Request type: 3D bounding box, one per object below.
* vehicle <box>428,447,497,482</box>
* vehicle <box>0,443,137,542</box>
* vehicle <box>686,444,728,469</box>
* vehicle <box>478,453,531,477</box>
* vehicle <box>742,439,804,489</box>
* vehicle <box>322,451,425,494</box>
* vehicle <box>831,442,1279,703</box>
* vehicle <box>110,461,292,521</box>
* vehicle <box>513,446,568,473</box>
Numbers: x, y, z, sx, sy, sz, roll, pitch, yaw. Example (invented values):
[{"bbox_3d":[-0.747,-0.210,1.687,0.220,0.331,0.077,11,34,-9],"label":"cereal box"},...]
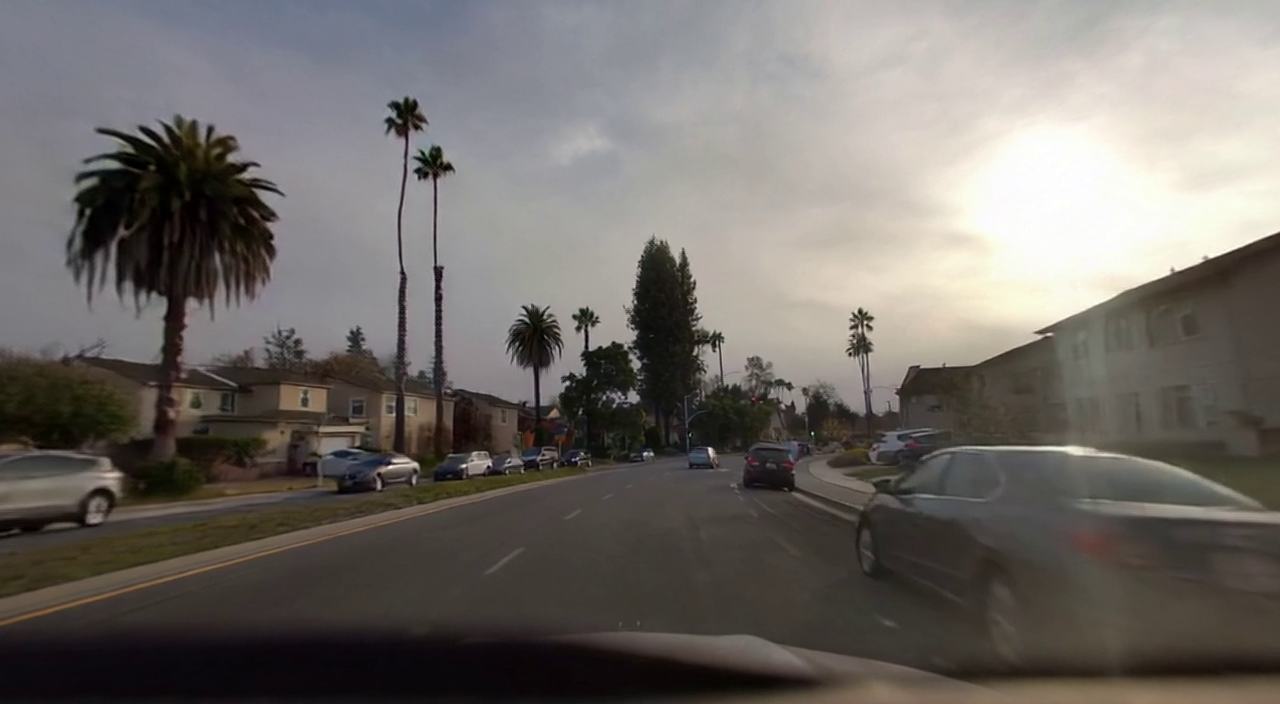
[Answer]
[{"bbox_3d":[-10.466,6.653,37.712,2.081,1.948,4.821,-1,-9,9],"label":"vehicle"},{"bbox_3d":[-13.541,2.902,13.010,2.131,1.902,4.924,-3,-9,3],"label":"vehicle"},{"bbox_3d":[4.274,6.571,39.785,2.035,1.474,4.284,-2,-9,14],"label":"vehicle"},{"bbox_3d":[-9.192,7.726,43.266,1.786,1.488,4.518,-2,-9,12],"label":"vehicle"},{"bbox_3d":[4.964,4.185,23.940,2.043,1.692,4.581,-2,-9,10],"label":"vehicle"},{"bbox_3d":[-11.963,5.424,28.782,1.967,1.736,4.730,-2,-9,10],"label":"vehicle"},{"bbox_3d":[3.415,1.556,5.693,2.037,1.425,4.621,0,-9,1],"label":"vehicle"},{"bbox_3d":[-13.093,4.132,19.314,1.866,1.501,4.681,-1,-9,5],"label":"vehicle"},{"bbox_3d":[-7.649,8.359,49.307,2.051,1.957,5.968,-2,-9,14],"label":"vehicle"}]
